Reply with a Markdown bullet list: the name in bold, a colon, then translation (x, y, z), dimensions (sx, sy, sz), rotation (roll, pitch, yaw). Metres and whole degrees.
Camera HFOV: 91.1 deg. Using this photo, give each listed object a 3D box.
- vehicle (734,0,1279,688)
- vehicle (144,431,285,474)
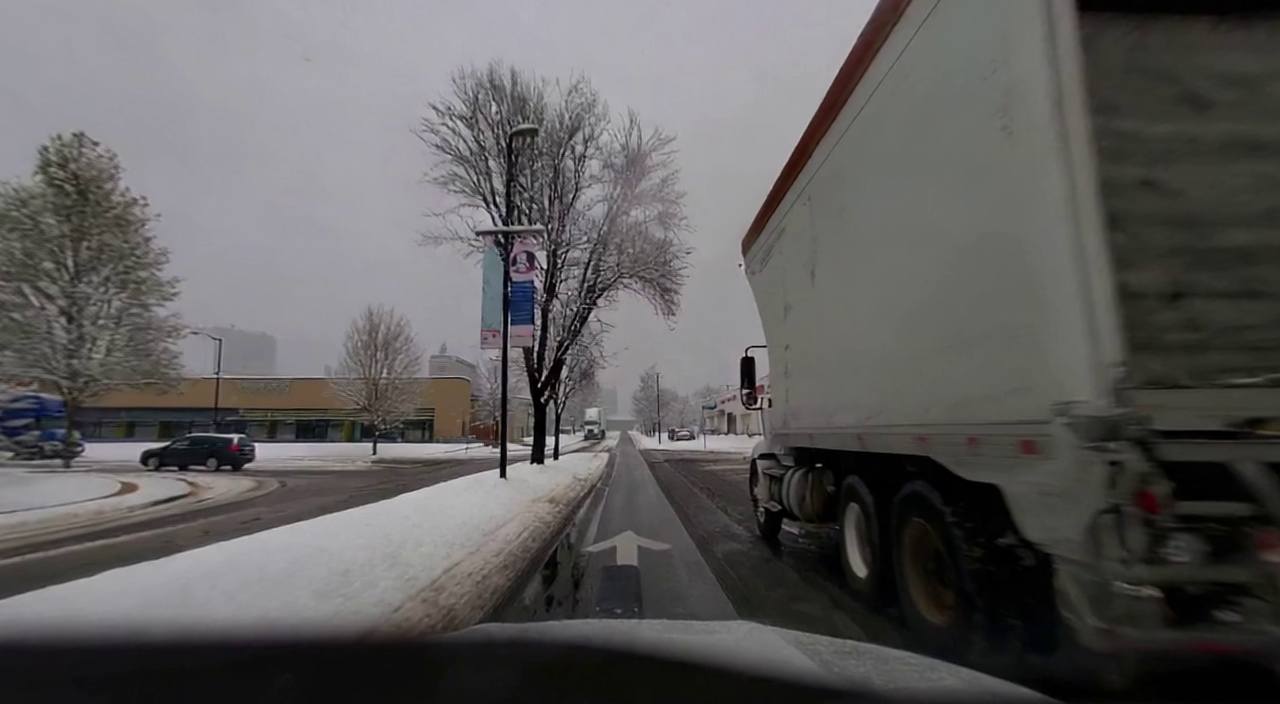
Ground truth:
- **vehicle**: translation (2.965, 0.154, 6.408), dimensions (3.000, 3.950, 5.876), rotation (0, -8, -1)
- **vehicle**: translation (-16.663, 3.950, 24.775), dimensions (4.248, 1.511, 1.881), rotation (-2, -9, 2)
